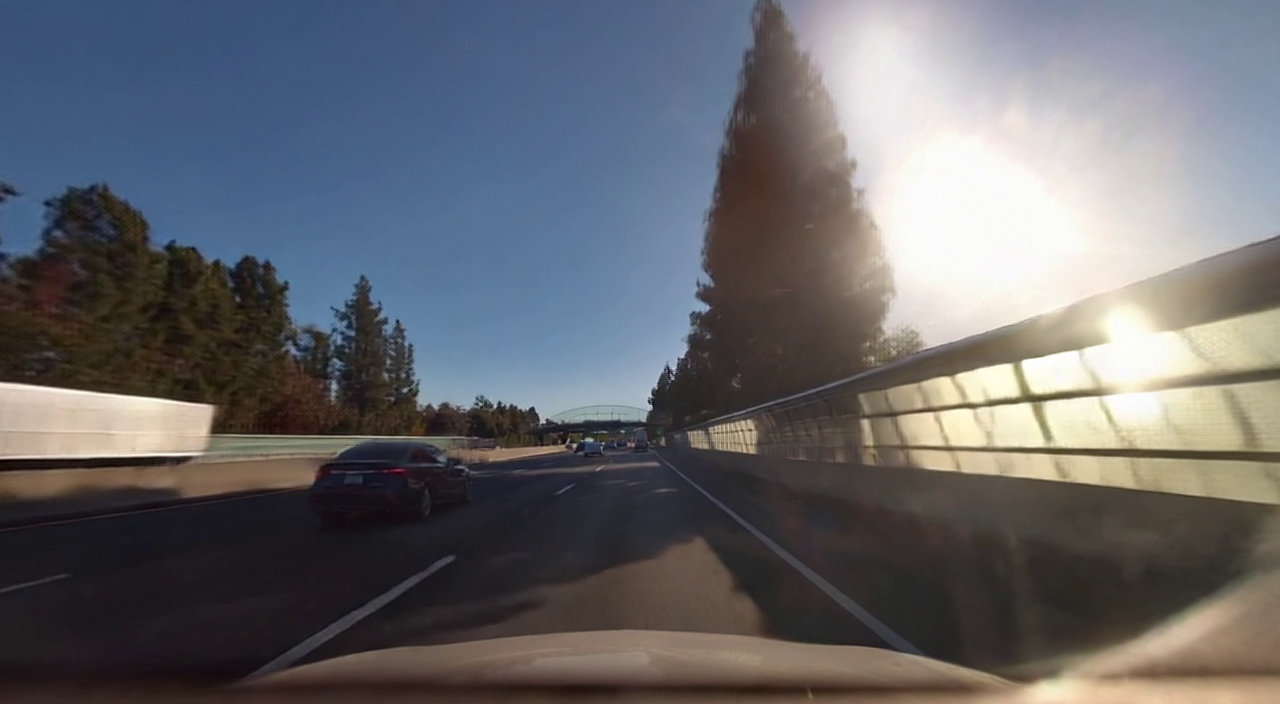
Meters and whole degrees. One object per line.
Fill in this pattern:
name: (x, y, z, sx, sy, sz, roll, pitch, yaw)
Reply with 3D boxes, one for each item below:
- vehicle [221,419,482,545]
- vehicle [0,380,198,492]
vehicle: (-4.113, 1.926, 9.959, 2.059, 1.541, 4.296, 0, -8, 0)
vehicle: (-24.669, 3.499, 25.768, 2.898, 4.038, 13.949, 0, -8, 0)
